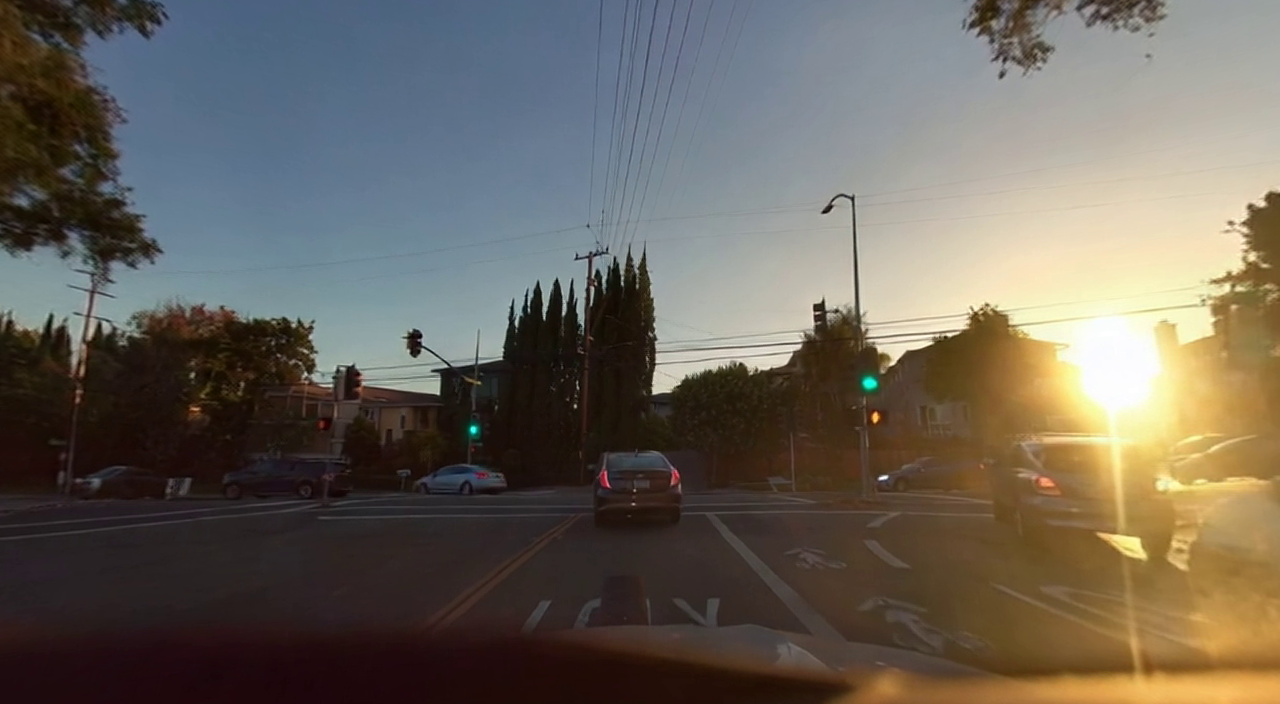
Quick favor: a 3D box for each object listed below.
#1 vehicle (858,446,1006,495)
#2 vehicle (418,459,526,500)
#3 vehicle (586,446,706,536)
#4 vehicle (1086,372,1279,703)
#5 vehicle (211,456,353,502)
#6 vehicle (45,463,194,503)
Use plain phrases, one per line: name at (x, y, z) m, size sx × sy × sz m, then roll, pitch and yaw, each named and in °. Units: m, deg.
vehicle at (11.015, 4.480, 24.090) m, size 4.600 × 1.722 × 2.074 m, roll -1°, pitch -9°, yaw 6°
vehicle at (-7.209, 5.364, 26.906) m, size 4.343 × 1.492 × 2.063 m, roll -6°, pitch -10°, yaw 34°
vehicle at (-0.021, 2.748, 13.215) m, size 2.078 × 1.506 × 4.512 m, roll 0°, pitch -8°, yaw -3°
vehicle at (4.530, 0.901, 2.570) m, size 2.095 × 1.836 × 4.895 m, roll -1°, pitch -8°, yaw 5°
vehicle at (-13.948, 4.936, 24.684) m, size 4.485 × 1.625 × 1.980 m, roll -2°, pitch -9°, yaw 9°
vehicle at (-21.150, 5.308, 25.708) m, size 4.736 × 1.475 × 1.921 m, roll -2°, pitch -9°, yaw 9°
